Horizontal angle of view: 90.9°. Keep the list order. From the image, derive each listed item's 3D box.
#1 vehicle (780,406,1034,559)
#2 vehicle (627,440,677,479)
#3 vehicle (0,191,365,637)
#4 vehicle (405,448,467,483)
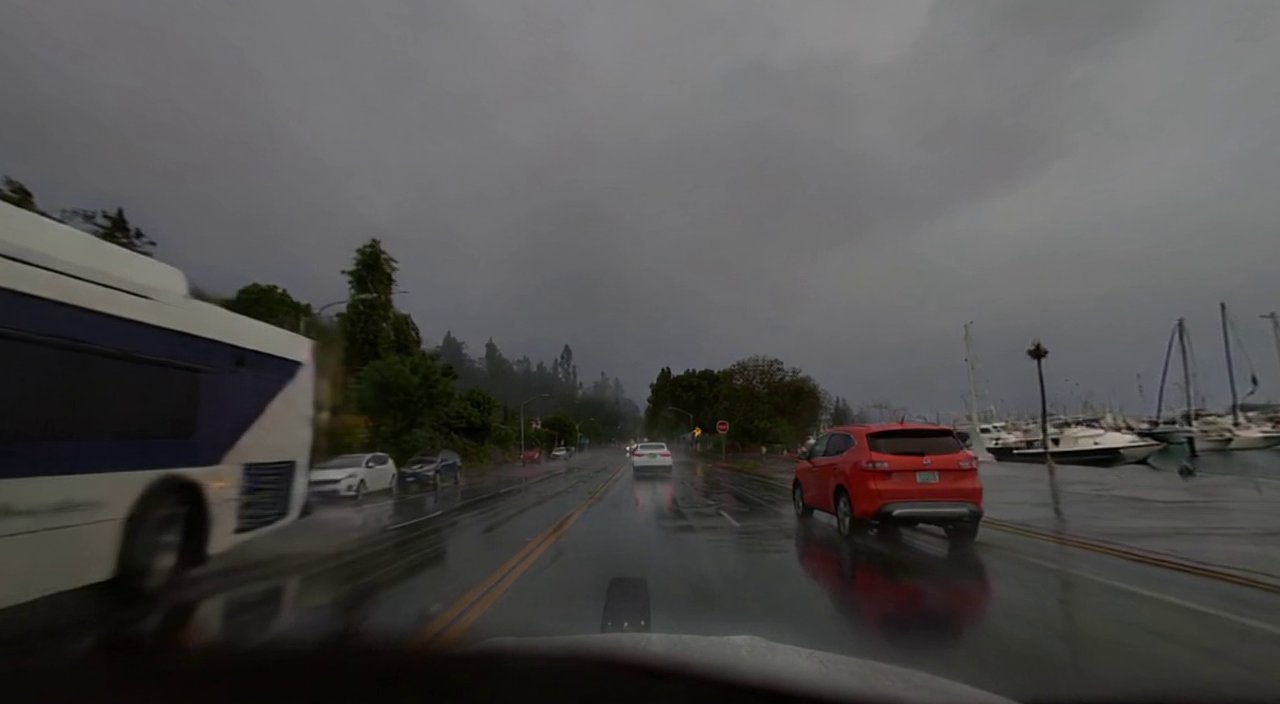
[{"bbox_3d":[3.699,1.897,9.827,2.000,1.809,4.405,0,-9,0],"label":"vehicle"},{"bbox_3d":[0.497,4.876,28.771,2.132,1.632,3.838,0,-9,0],"label":"vehicle"},{"bbox_3d":[-6.303,0.717,6.422,2.781,3.405,8.989,-1,-9,1],"label":"vehicle"},{"bbox_3d":[-10.138,5.632,31.570,1.701,1.528,3.881,-1,-8,1],"label":"vehicle"}]
